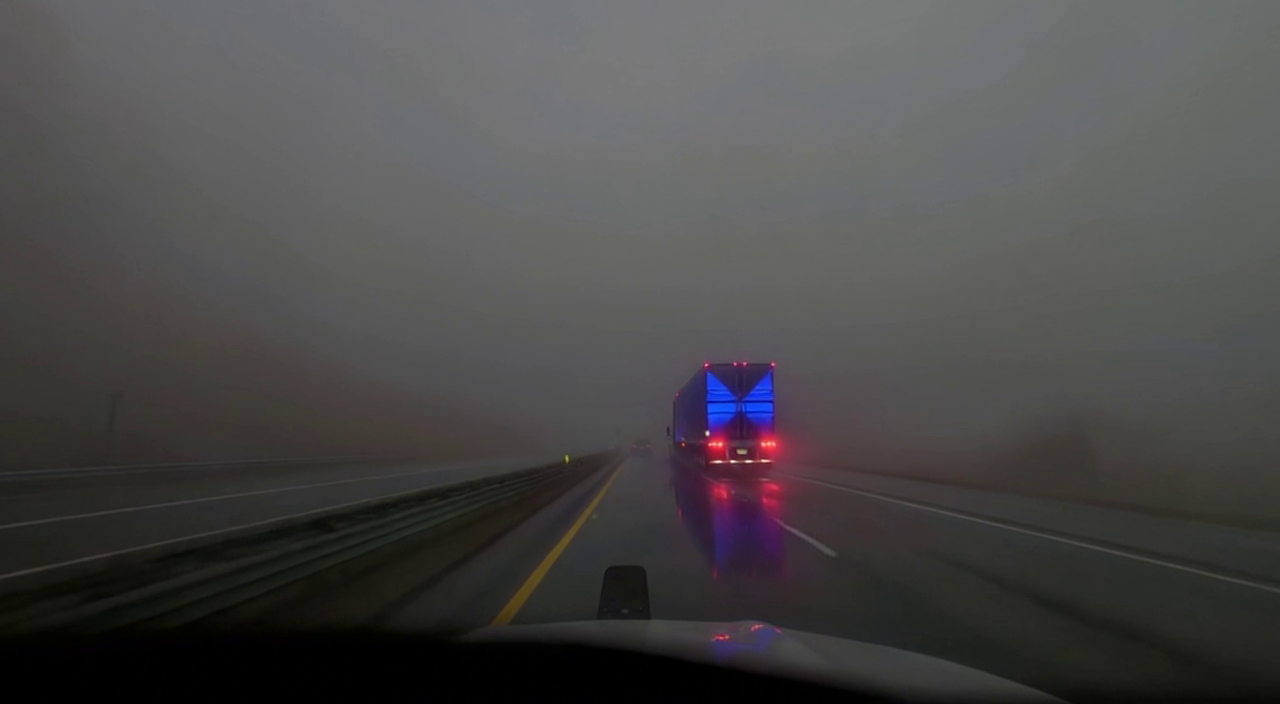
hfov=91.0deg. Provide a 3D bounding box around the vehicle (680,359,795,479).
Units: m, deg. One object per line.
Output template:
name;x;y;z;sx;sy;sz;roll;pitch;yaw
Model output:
vehicle;4.166;3.533;30.971;3.615;4.578;13.539;0;-8;1
